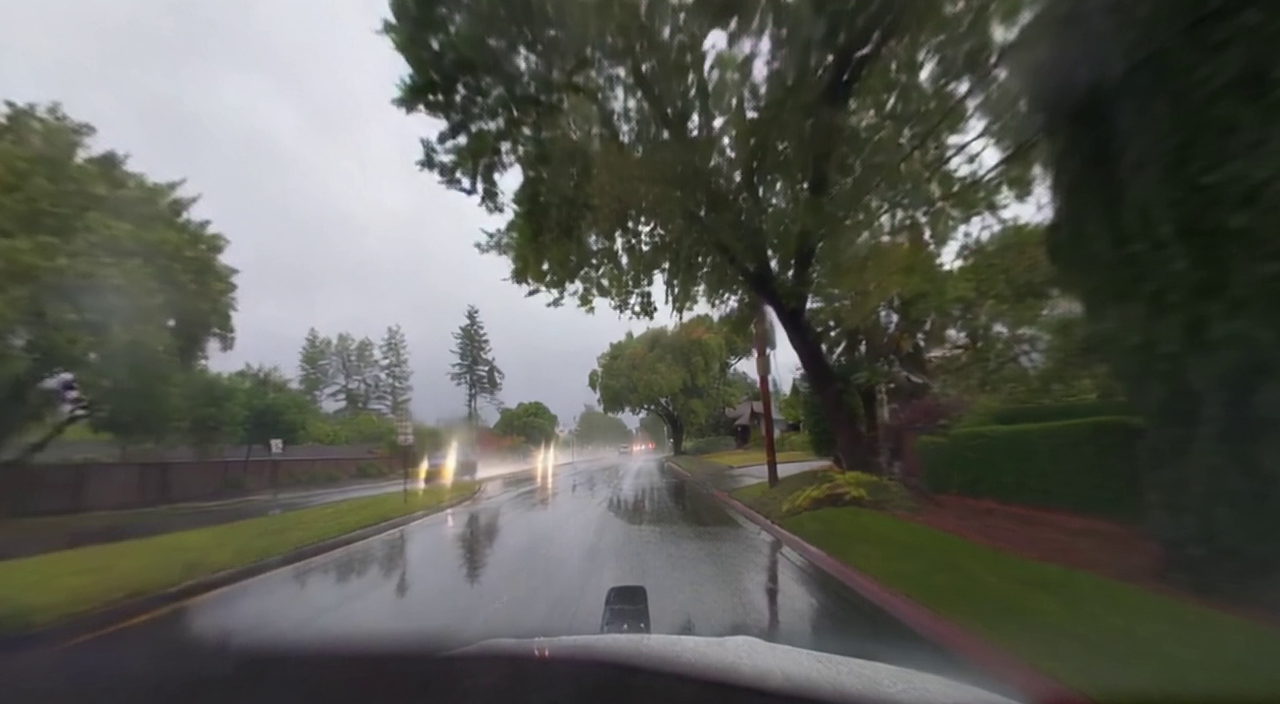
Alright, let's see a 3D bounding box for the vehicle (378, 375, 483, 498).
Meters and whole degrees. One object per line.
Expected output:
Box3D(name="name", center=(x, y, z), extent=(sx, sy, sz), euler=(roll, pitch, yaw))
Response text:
Box3D(name="vehicle", center=(-6.829, 2.807, 20.993), extent=(2.365, 3.642, 3.374), euler=(-2, -8, -1))
